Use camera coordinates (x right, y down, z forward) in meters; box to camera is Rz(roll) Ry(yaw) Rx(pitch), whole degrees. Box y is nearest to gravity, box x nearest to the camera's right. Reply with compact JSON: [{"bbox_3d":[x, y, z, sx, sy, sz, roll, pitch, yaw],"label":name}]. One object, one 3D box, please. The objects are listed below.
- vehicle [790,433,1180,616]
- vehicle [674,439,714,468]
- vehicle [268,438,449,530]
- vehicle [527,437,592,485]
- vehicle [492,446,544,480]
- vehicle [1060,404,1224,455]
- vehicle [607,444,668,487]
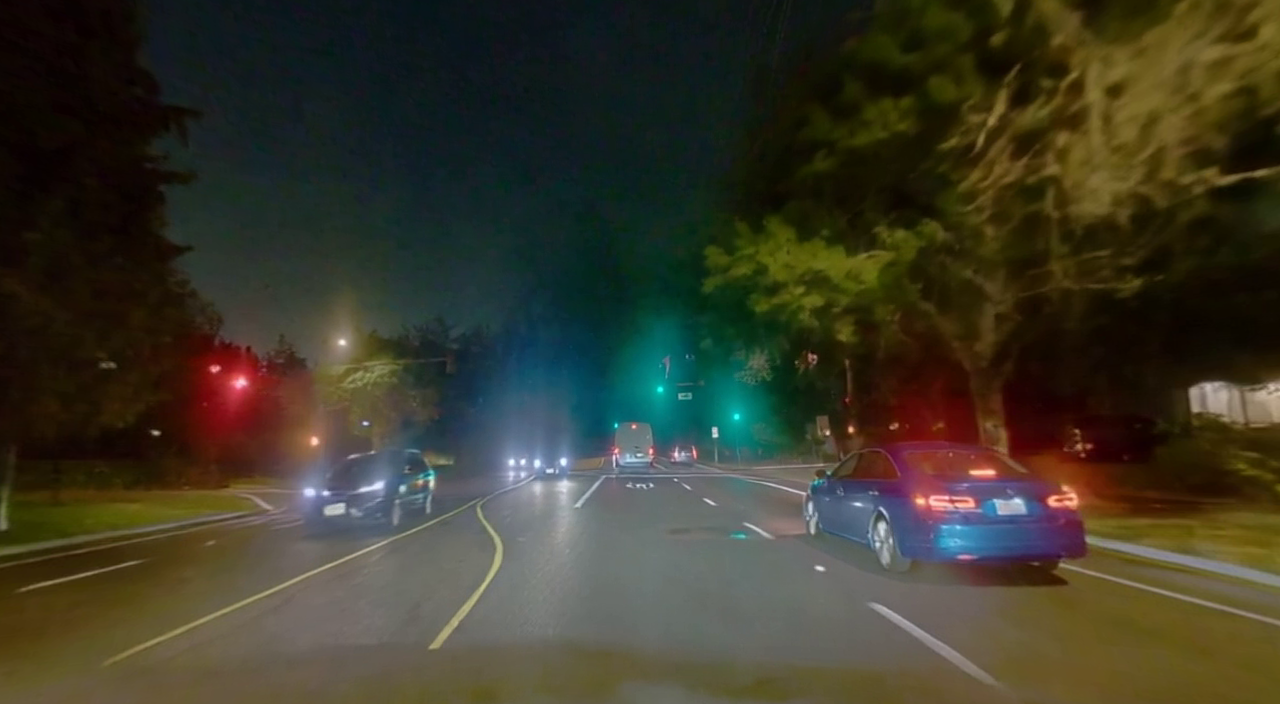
[{"bbox_3d":[3.319,1.715,7.349,1.973,1.447,4.402,0,-8,-1],"label":"vehicle"},{"bbox_3d":[3.681,7.019,43.818,2.187,1.847,4.553,0,-8,-2],"label":"vehicle"},{"bbox_3d":[-6.216,2.938,14.741,2.146,1.768,4.664,0,-8,-1],"label":"vehicle"},{"bbox_3d":[-3.159,4.409,25.961,2.083,1.741,5.530,0,-8,-1],"label":"vehicle"},{"bbox_3d":[-6.445,5.907,33.849,2.051,1.663,4.031,0,-8,-1],"label":"vehicle"},{"bbox_3d":[18.514,2.971,23.723,2.012,1.690,5.034,0,-8,0],"label":"vehicle"},{"bbox_3d":[-0.119,4.237,24.004,2.114,1.483,4.207,0,-8,-1],"label":"vehicle"}]
